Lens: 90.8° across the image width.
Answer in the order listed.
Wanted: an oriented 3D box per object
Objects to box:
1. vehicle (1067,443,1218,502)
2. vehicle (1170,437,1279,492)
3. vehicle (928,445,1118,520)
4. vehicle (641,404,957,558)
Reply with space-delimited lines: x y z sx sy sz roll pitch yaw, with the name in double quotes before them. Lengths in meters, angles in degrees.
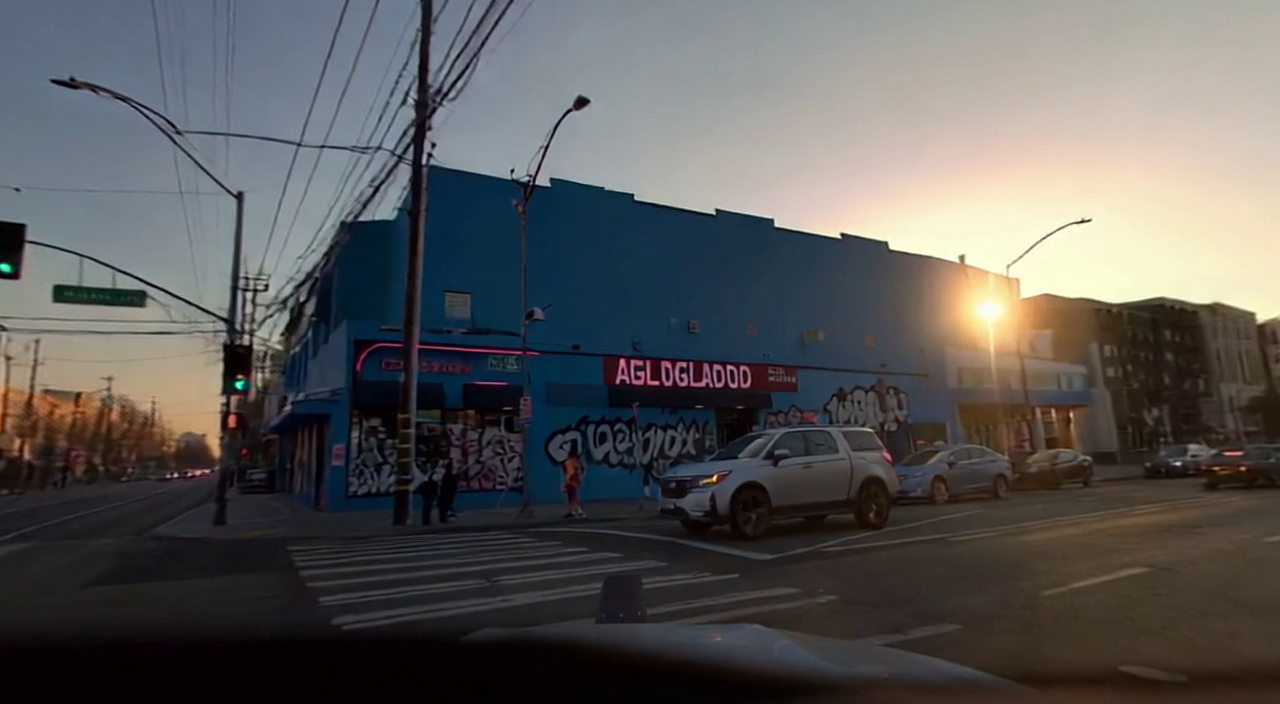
"vehicle" 15.081 3.526 18.921 4.619 1.511 2.010 5 -10 -32
"vehicle" 21.719 4.057 23.224 4.811 1.807 1.955 5 -10 -33
"vehicle" 9.144 2.968 14.994 4.672 1.459 1.938 5 -10 -33
"vehicle" 2.743 1.999 10.597 4.970 1.972 2.372 5 -10 -34
